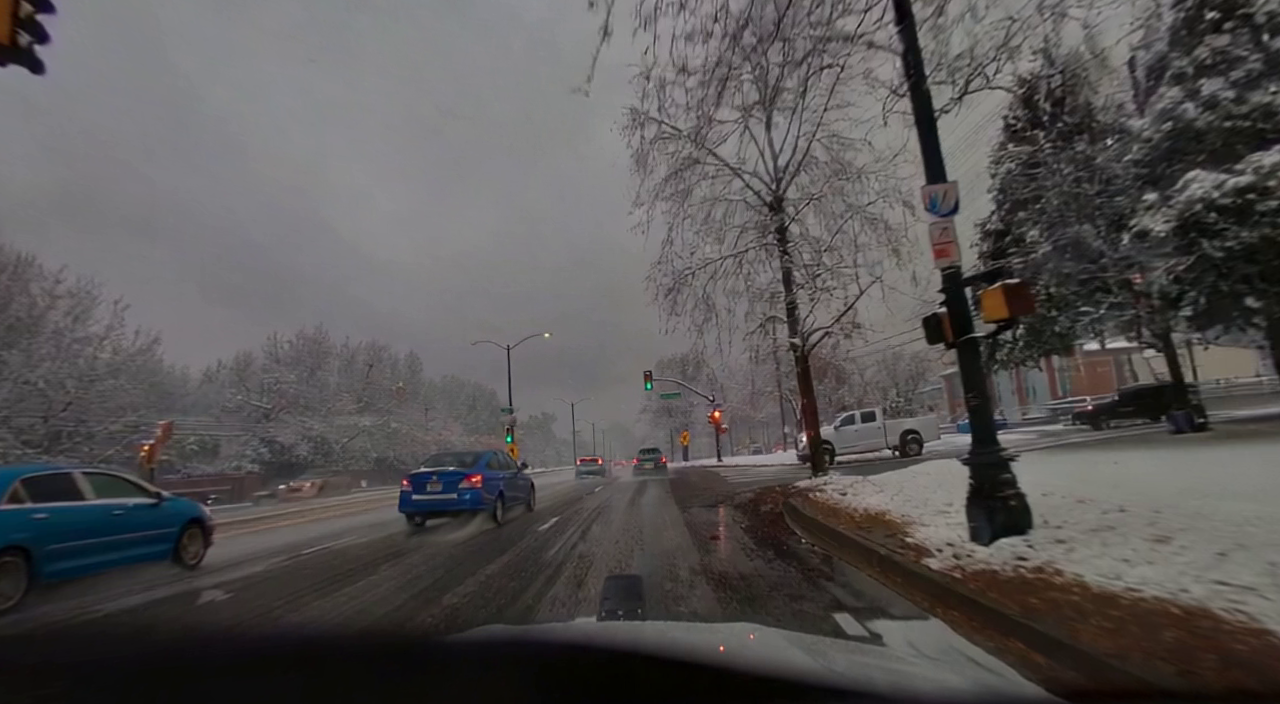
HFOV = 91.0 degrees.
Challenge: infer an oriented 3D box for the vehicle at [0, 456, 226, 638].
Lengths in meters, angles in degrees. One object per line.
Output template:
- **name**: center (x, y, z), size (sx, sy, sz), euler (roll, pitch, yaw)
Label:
- **vehicle**: center (-6.764, 1.917, 6.542), size (1.932, 1.596, 4.247), euler (0, -9, 1)

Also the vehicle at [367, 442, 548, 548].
- **vehicle**: center (-3.279, 2.648, 12.448), size (2.085, 1.663, 4.513), euler (0, -9, 2)

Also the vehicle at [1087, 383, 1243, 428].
- **vehicle**: center (22.158, 2.291, 26.735), size (4.625, 1.760, 2.065), euler (0, -9, 3)

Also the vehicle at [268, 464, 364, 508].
- **vehicle**: center (-15.353, 6.335, 30.169), size (2.012, 1.787, 4.557), euler (0, -9, 2)

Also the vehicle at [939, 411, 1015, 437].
- **vehicle**: center (23.291, 5.062, 43.746), size (1.906, 1.621, 4.563), euler (3, -9, -16)

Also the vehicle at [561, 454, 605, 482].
- **vehicle**: center (-3.376, 6.932, 37.919), size (2.068, 1.482, 4.490), euler (0, -9, 2)

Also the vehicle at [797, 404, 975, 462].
- **vehicle**: center (10.227, 3.462, 26.623), size (6.464, 2.280, 2.483), euler (1, -9, -4)

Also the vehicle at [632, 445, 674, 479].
- **vehicle**: center (0.656, 5.871, 33.864), size (2.144, 1.704, 4.028), euler (0, -9, 0)
